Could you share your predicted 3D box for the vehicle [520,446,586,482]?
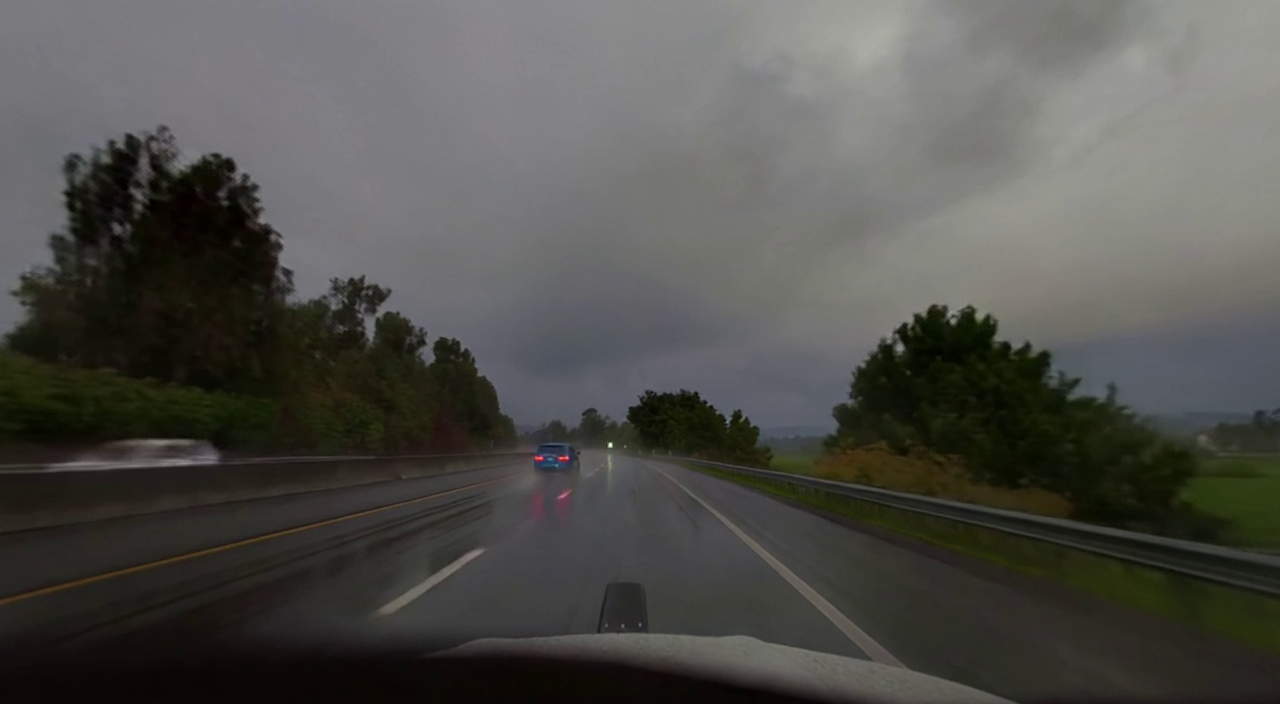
[{"bbox_3d":[-3.646,4.823,27.303,2.126,1.411,4.433,0,-9,1],"label":"vehicle"}]
